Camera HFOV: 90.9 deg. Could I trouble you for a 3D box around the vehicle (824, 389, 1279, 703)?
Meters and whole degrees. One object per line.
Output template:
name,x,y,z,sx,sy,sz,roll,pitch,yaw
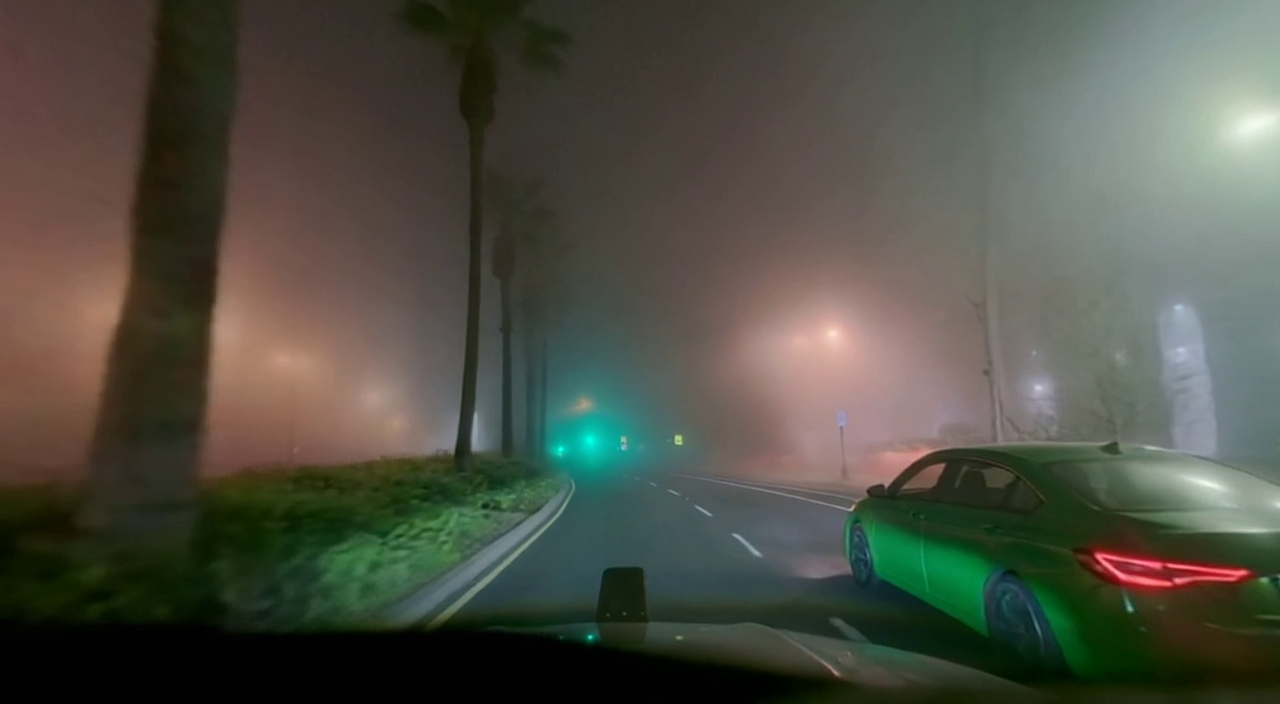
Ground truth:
vehicle,2.985,1.242,4.647,1.867,1.554,4.301,0,-9,-1
